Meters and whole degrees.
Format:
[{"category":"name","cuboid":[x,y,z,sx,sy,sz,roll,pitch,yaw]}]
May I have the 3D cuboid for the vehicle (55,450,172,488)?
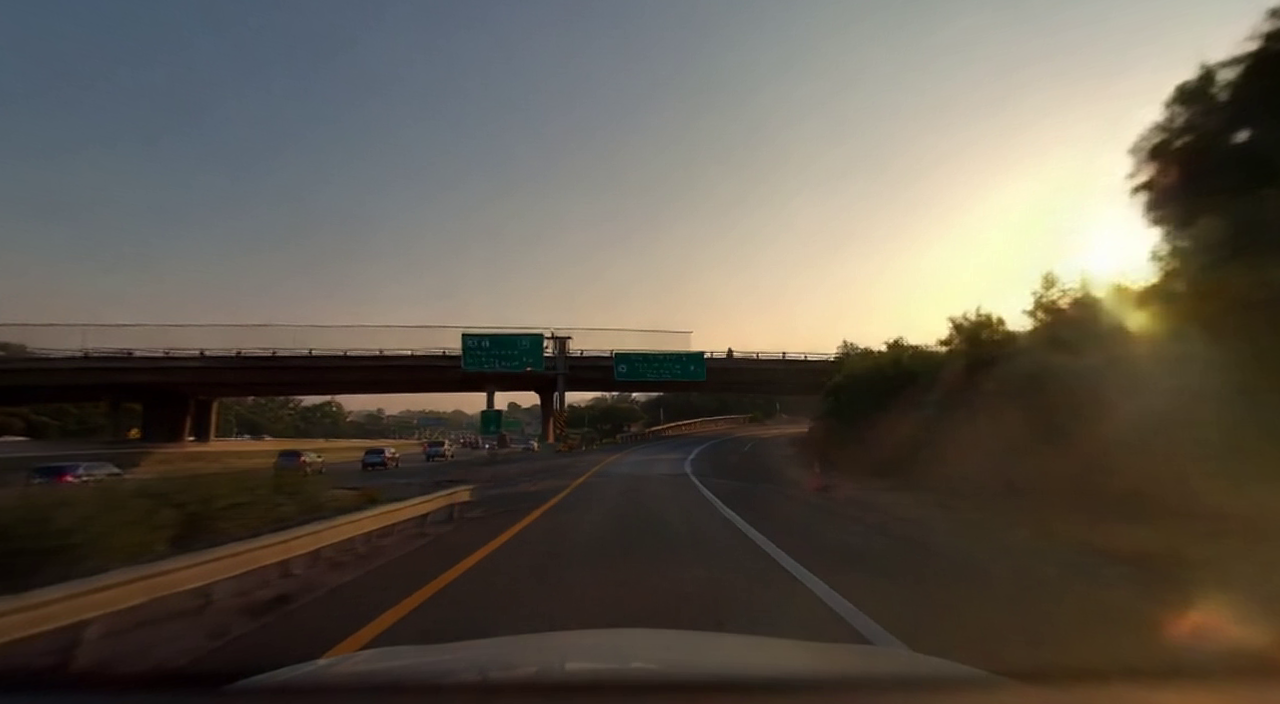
[{"category":"vehicle","cuboid":[-27.925,6.181,33.675,2.209,1.778,5.108,1,-8,-6]}]
